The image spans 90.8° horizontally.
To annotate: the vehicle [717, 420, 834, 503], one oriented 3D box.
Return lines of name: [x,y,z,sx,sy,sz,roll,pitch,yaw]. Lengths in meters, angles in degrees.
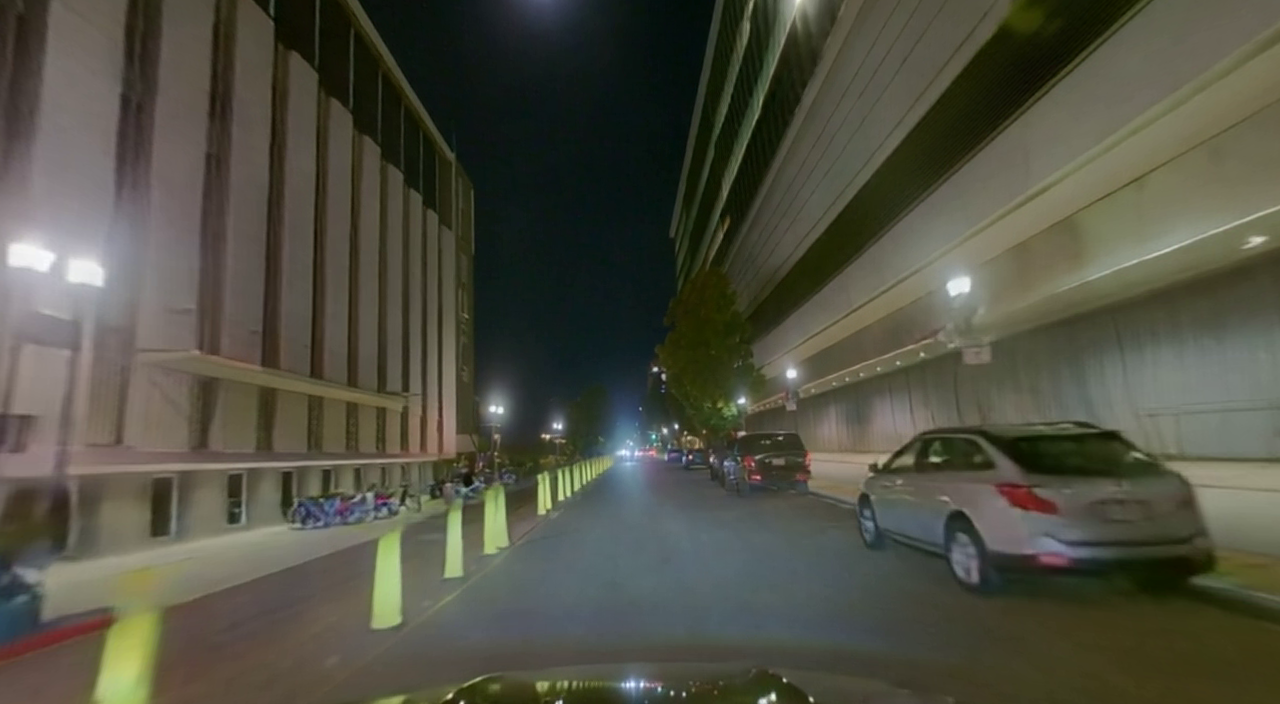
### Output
vehicle: [3.451,2.944,17.196,2.127,1.864,4.892,-1,-9,0]

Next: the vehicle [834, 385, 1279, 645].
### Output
vehicle: [3.789,1.469,6.625,1.999,1.769,4.191,-1,-9,-2]

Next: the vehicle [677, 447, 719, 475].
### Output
vehicle: [3.281,6.269,36.555,1.963,1.445,4.948,-1,-9,0]
